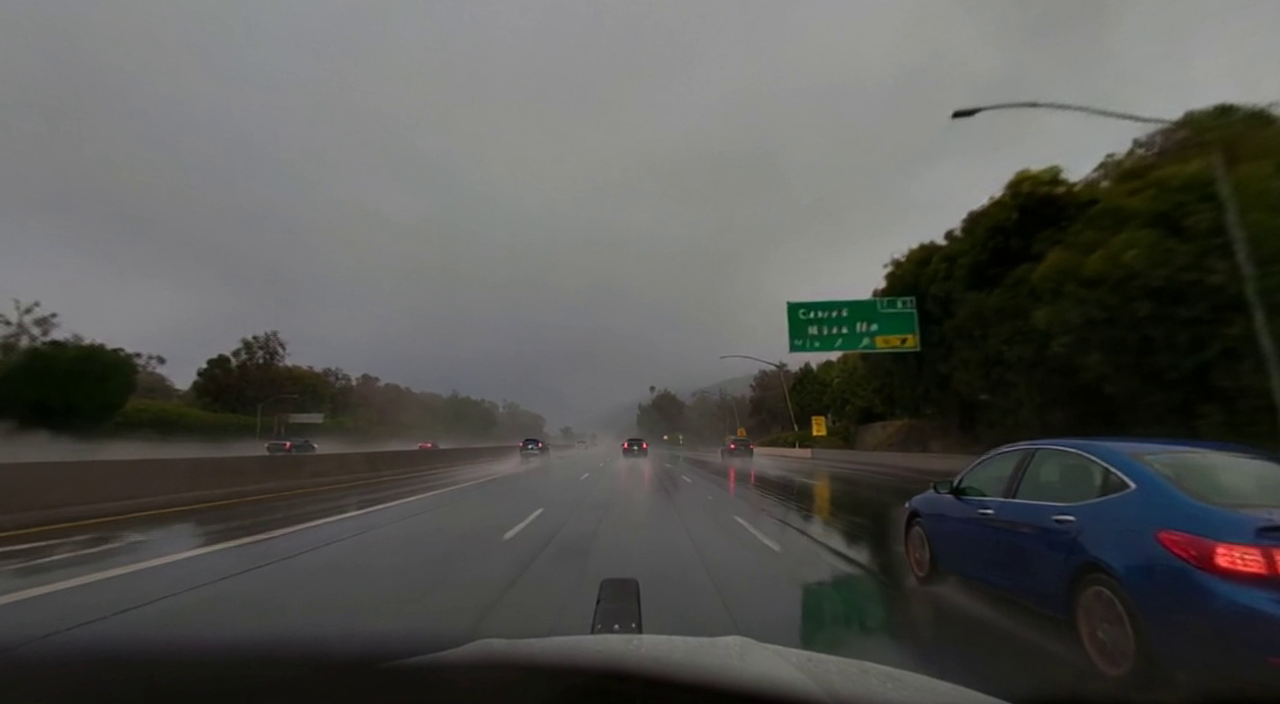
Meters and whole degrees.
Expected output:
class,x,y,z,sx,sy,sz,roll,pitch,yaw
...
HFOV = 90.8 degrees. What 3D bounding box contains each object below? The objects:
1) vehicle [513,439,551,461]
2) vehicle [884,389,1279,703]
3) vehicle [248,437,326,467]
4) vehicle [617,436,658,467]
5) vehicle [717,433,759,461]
class,x,y,z,sx,sy,sz,roll,pitch,yaw
vehicle,-8.078,7.353,47.683,2.028,1.552,4.922,0,-8,0
vehicle,3.246,1.044,3.233,2.072,1.501,4.694,0,-9,-1
vehicle,-21.390,6.087,38.519,2.058,1.667,4.623,0,-9,-1
vehicle,-0.141,5.560,35.501,2.157,1.642,4.189,0,-8,-1
vehicle,7.072,6.940,45.998,2.103,1.898,5.310,0,-9,-1
